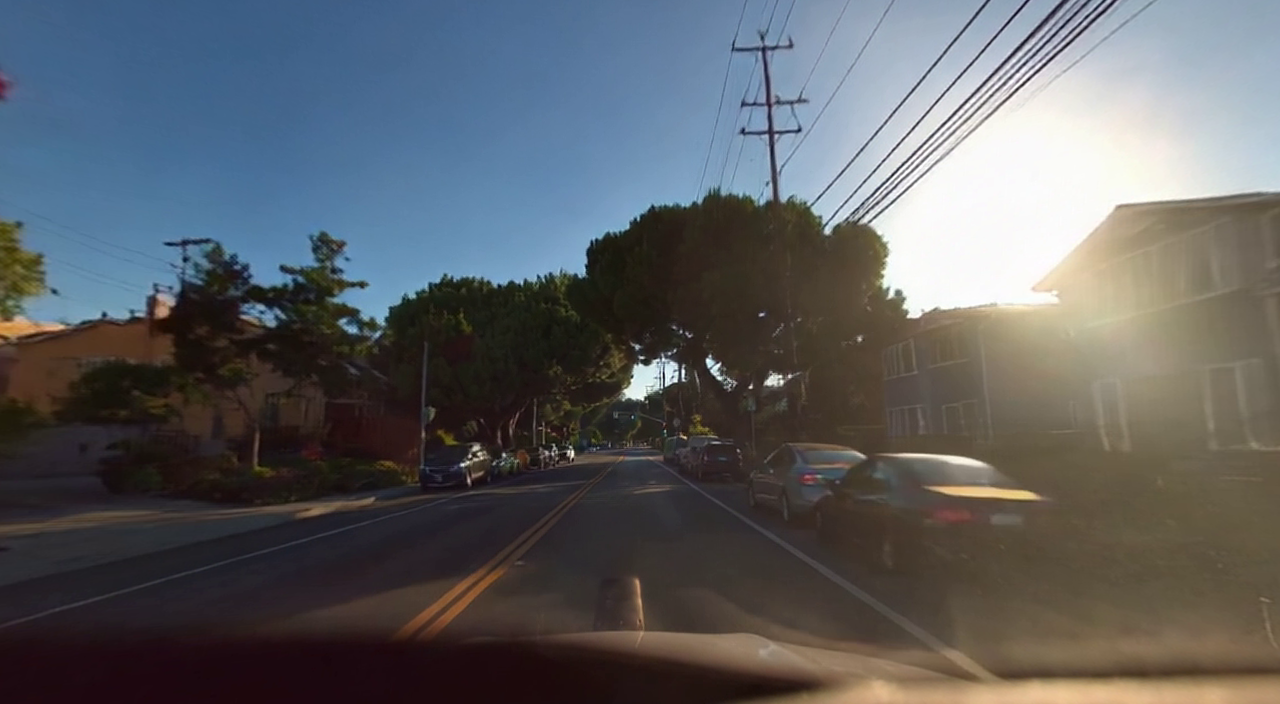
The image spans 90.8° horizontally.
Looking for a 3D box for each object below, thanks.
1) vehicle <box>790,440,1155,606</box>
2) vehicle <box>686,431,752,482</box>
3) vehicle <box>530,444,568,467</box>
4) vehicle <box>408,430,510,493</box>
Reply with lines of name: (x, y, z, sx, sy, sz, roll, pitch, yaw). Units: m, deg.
vehicle: (3.347, 1.772, 7.589, 1.967, 1.382, 4.361, 0, -8, -1)
vehicle: (3.229, 4.402, 26.965, 2.065, 1.953, 5.359, 0, -8, -1)
vehicle: (-6.920, 7.938, 48.604, 2.084, 1.573, 4.599, -2, -7, 2)
vehicle: (-6.749, 4.092, 24.285, 2.451, 2.099, 5.112, -1, -7, -1)
